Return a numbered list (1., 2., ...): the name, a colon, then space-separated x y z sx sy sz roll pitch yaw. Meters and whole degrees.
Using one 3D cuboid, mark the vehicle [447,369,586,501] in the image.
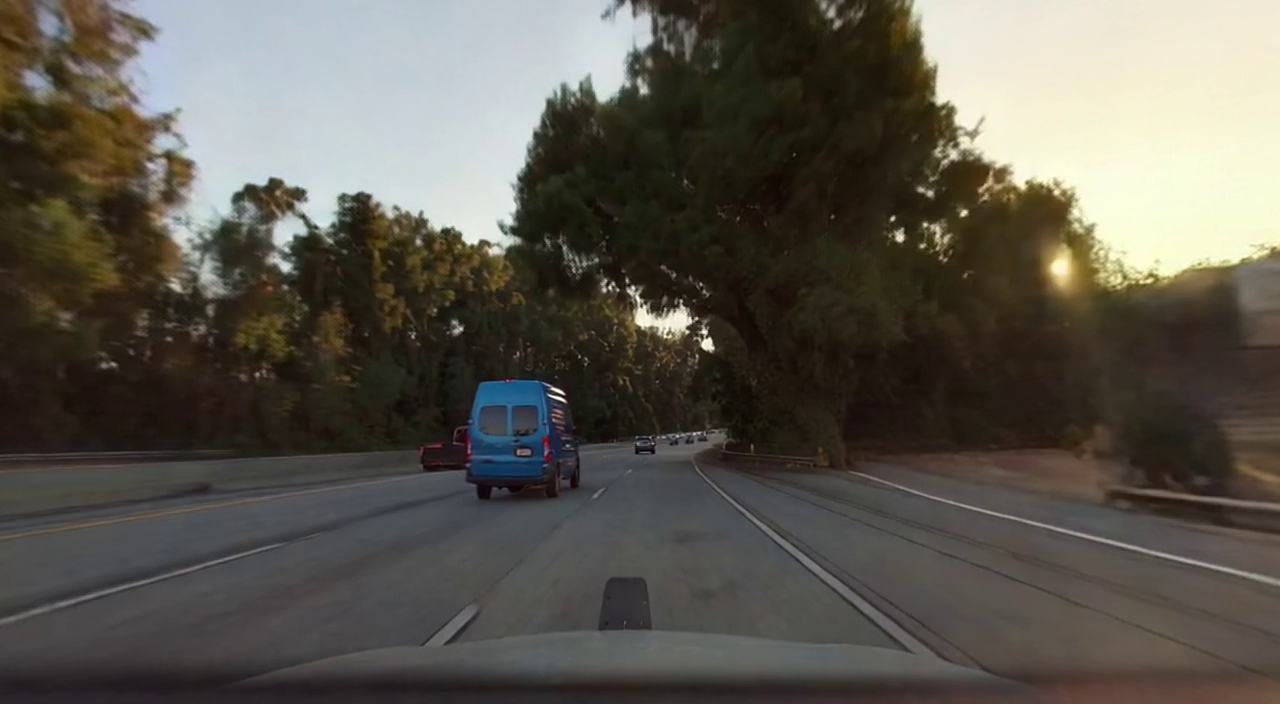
1. vehicle: -2.928 2.210 16.654 2.319 2.883 5.632 0 -8 2
